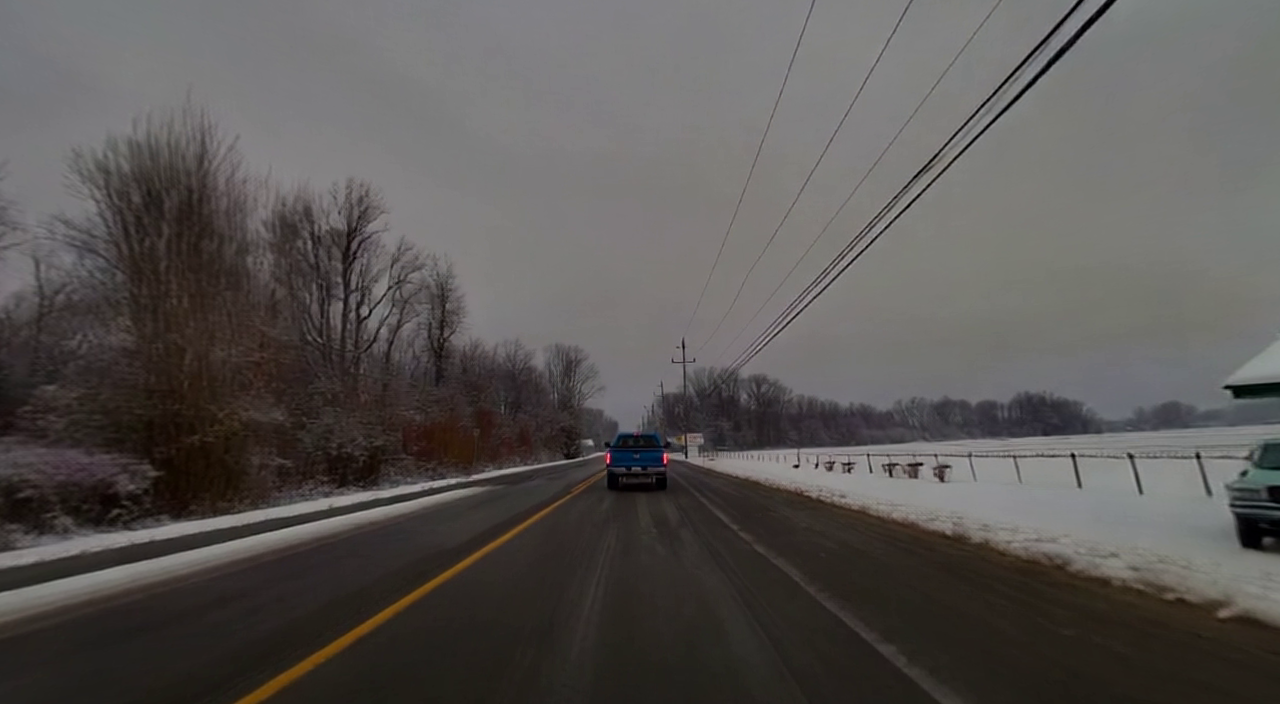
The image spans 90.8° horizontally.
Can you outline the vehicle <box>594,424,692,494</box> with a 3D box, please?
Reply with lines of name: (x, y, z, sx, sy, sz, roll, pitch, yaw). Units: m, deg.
vehicle: (0.057, 3.713, 22.483, 2.921, 2.031, 7.416, 0, -8, 0)
